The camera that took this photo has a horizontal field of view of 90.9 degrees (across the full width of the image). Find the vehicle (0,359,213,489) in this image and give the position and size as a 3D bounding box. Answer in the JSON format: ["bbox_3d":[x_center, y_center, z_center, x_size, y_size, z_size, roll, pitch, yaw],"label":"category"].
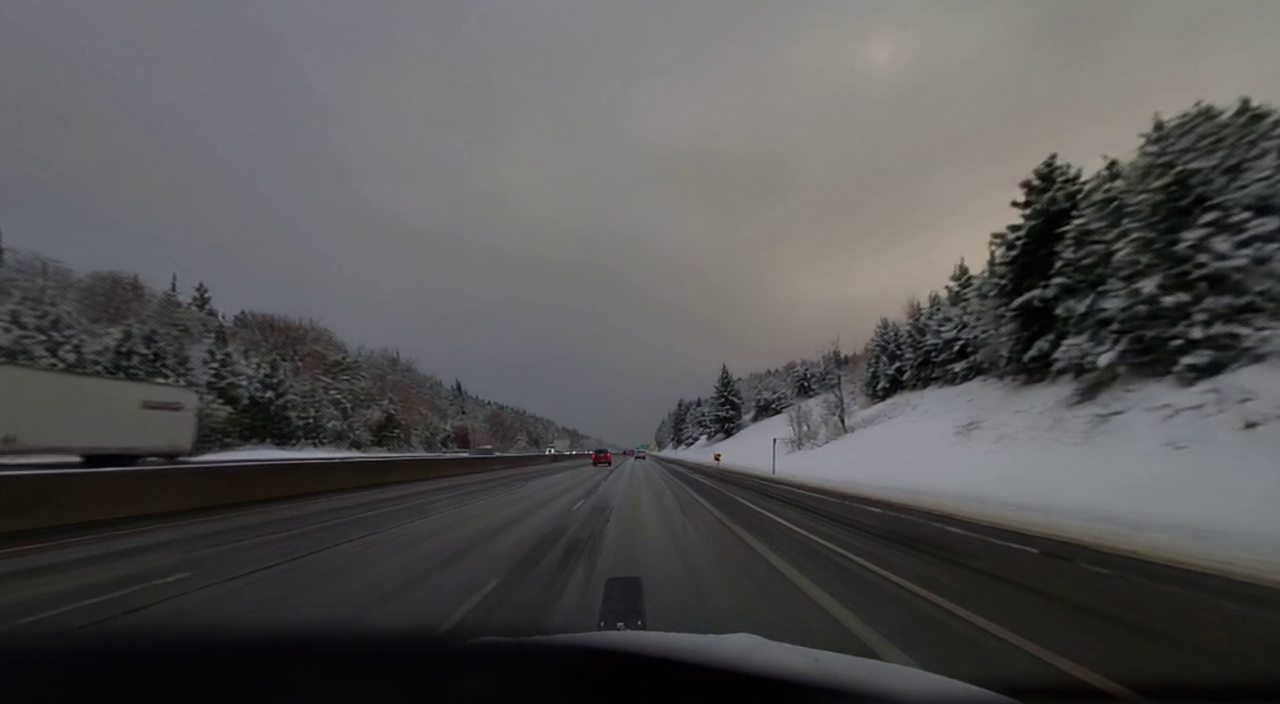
[{"bbox_3d":[-22.014,2.742,22.925,3.113,4.097,13.916,0,-9,0],"label":"vehicle"}]
